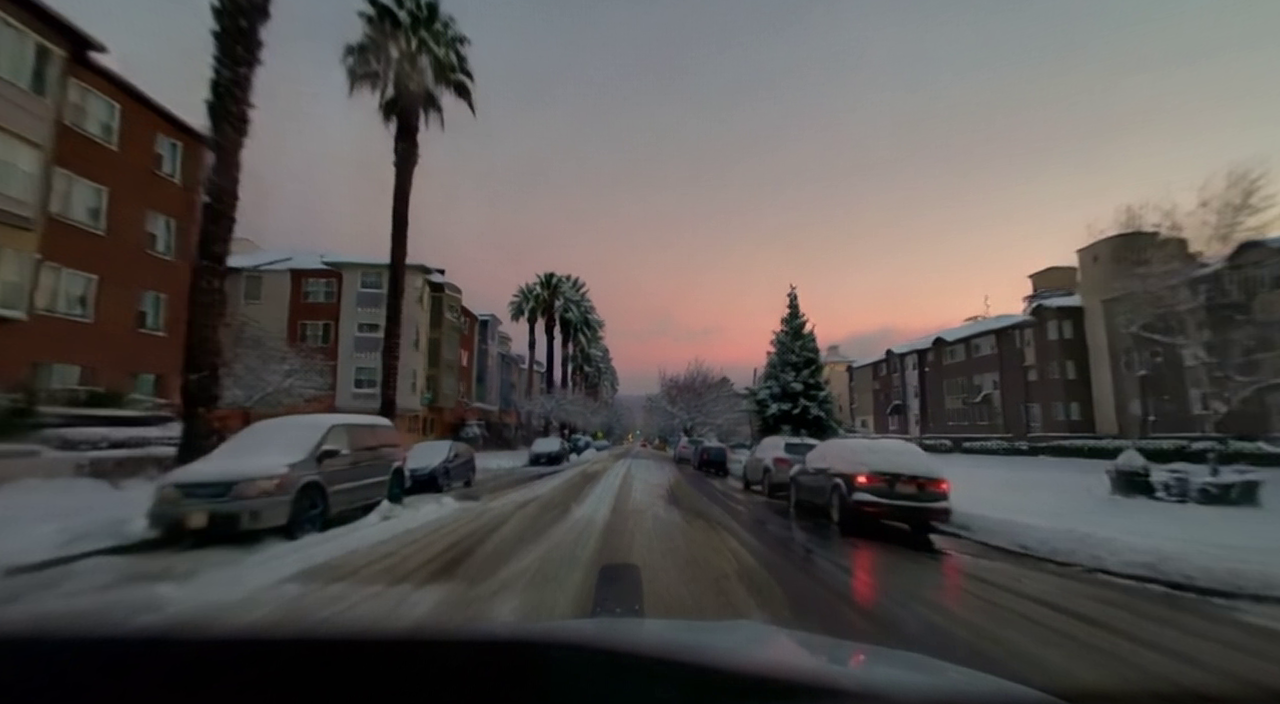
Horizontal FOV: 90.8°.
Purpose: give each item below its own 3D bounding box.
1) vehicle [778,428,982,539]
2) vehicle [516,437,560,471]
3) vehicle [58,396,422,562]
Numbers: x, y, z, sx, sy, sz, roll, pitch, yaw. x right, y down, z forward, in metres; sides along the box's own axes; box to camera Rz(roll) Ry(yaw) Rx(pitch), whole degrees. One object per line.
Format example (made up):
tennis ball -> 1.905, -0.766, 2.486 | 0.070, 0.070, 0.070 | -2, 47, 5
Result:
vehicle -> 4.418, 2.484, 12.635 | 1.969, 1.782, 4.677 | 1, -9, -4
vehicle -> -6.013, 6.068, 37.769 | 1.947, 1.806, 4.413 | 2, -8, -2
vehicle -> -5.614, 1.916, 10.214 | 2.358, 1.905, 5.615 | 0, -9, -2
